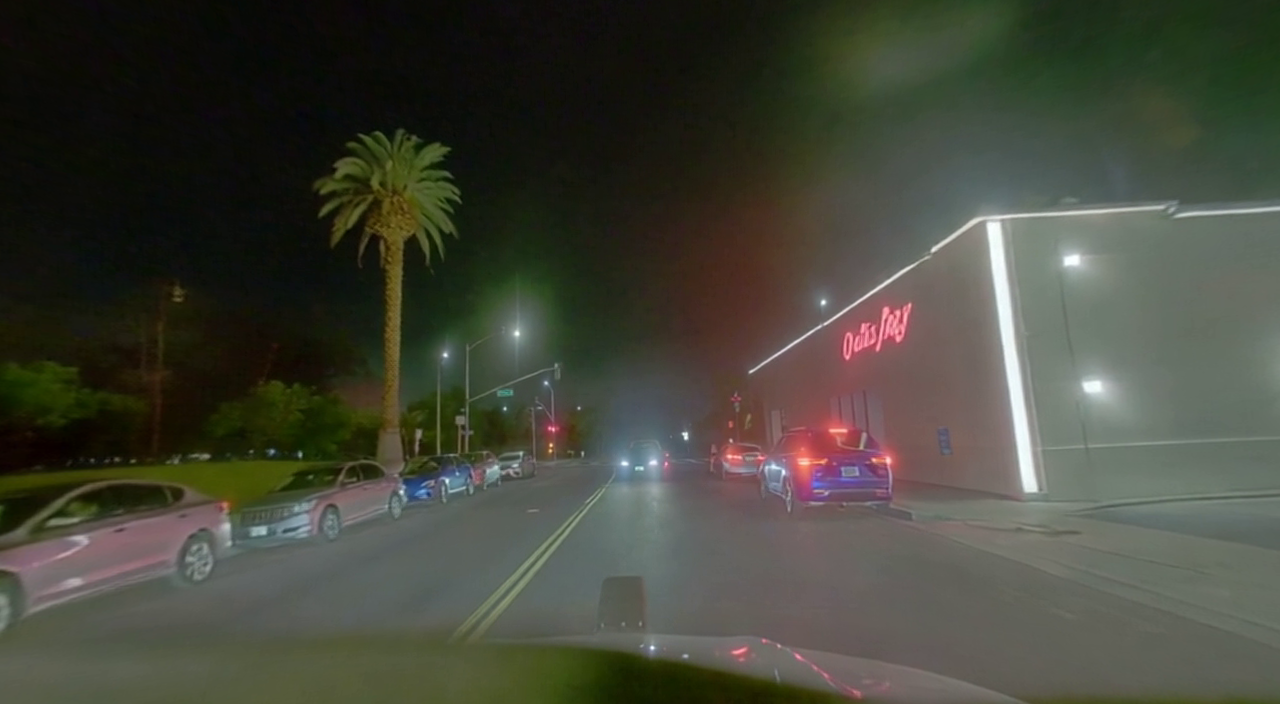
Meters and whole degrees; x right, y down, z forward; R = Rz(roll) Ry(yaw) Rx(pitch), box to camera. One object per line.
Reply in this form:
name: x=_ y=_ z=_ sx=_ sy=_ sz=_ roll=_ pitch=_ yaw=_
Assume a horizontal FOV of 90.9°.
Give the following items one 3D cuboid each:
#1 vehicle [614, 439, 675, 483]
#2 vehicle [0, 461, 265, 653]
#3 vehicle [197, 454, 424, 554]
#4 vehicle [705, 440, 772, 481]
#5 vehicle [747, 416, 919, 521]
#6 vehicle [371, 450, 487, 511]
vehicle: x=0.129 y=3.995 z=23.440 sx=2.060 sy=1.452 sz=4.078 roll=0 pitch=-8 yaw=0
vehicle: x=-6.209 y=1.956 z=6.552 sx=1.810 sy=1.489 sz=4.336 roll=-1 pitch=-8 yaw=3
vehicle: x=-6.089 y=2.821 z=12.473 sx=1.874 sy=1.472 sz=4.668 roll=0 pitch=-8 yaw=1
vehicle: x=3.711 y=4.148 z=24.504 sx=1.821 sy=1.417 sz=4.454 roll=0 pitch=-8 yaw=0
vehicle: x=3.753 y=2.378 z=13.474 sx=2.099 sy=1.786 sz=5.198 roll=0 pitch=-8 yaw=1
vehicle: x=-6.048 y=3.699 z=18.674 sx=1.850 sy=1.482 sz=4.454 roll=0 pitch=-8 yaw=1
